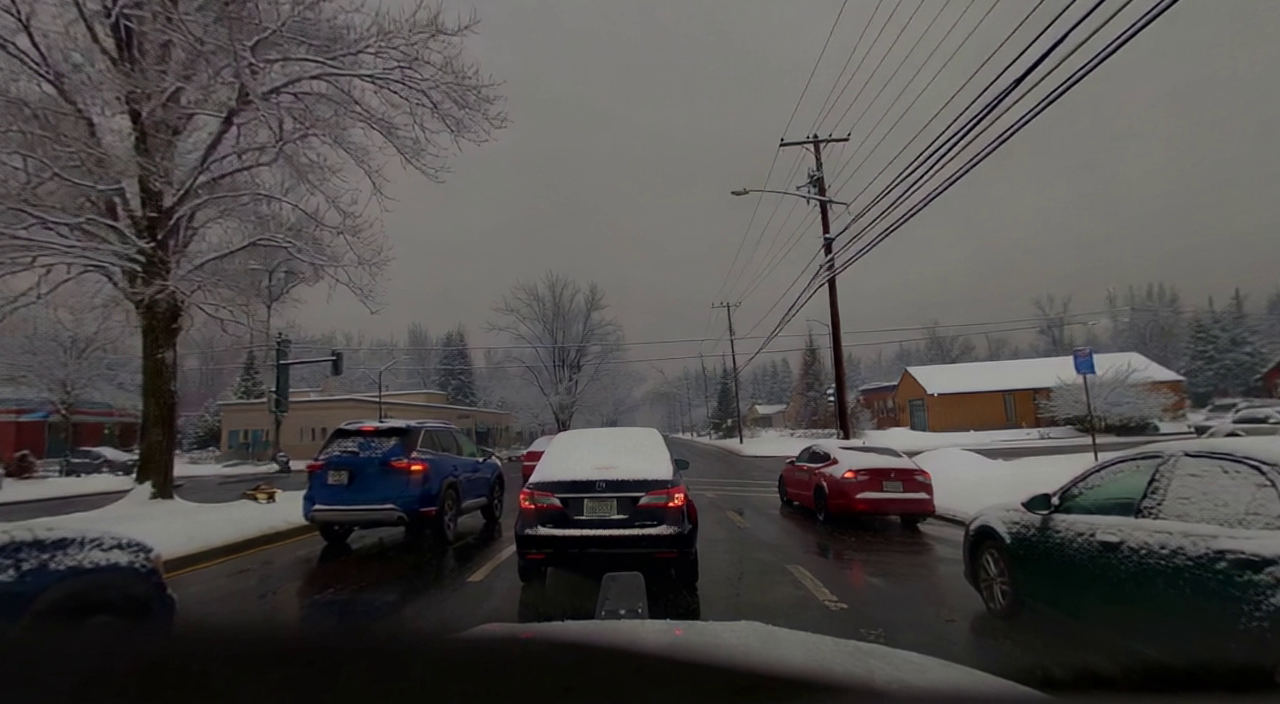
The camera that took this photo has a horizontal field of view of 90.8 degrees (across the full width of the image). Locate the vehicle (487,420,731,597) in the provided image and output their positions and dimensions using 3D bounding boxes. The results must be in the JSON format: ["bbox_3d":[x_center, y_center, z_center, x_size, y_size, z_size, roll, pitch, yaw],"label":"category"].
[{"bbox_3d":[-0.313,1.637,7.422,2.097,1.511,3.809,0,-9,-2],"label":"vehicle"}]

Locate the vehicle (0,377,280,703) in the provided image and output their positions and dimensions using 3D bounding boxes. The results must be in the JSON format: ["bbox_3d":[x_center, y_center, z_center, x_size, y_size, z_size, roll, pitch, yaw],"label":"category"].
[{"bbox_3d":[-2.865,0.693,0.954,1.984,1.496,4.530,0,-9,0],"label":"vehicle"}]

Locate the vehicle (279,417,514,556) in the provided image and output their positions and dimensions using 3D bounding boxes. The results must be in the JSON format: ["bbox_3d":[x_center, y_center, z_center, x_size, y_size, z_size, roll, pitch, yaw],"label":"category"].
[{"bbox_3d":[-3.414,1.972,9.942,1.979,1.697,4.254,0,-9,0],"label":"vehicle"}]

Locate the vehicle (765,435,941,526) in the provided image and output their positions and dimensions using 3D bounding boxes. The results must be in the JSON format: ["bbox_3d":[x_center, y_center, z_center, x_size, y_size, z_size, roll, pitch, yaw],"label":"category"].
[{"bbox_3d":[3.934,2.446,12.594,1.909,1.473,4.361,0,-9,-1],"label":"vehicle"}]

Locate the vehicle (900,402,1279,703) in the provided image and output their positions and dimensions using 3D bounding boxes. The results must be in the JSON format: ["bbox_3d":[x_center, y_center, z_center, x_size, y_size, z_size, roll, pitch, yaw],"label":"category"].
[{"bbox_3d":[3.666,1.190,4.189,1.929,1.479,4.723,0,-9,1],"label":"vehicle"}]
